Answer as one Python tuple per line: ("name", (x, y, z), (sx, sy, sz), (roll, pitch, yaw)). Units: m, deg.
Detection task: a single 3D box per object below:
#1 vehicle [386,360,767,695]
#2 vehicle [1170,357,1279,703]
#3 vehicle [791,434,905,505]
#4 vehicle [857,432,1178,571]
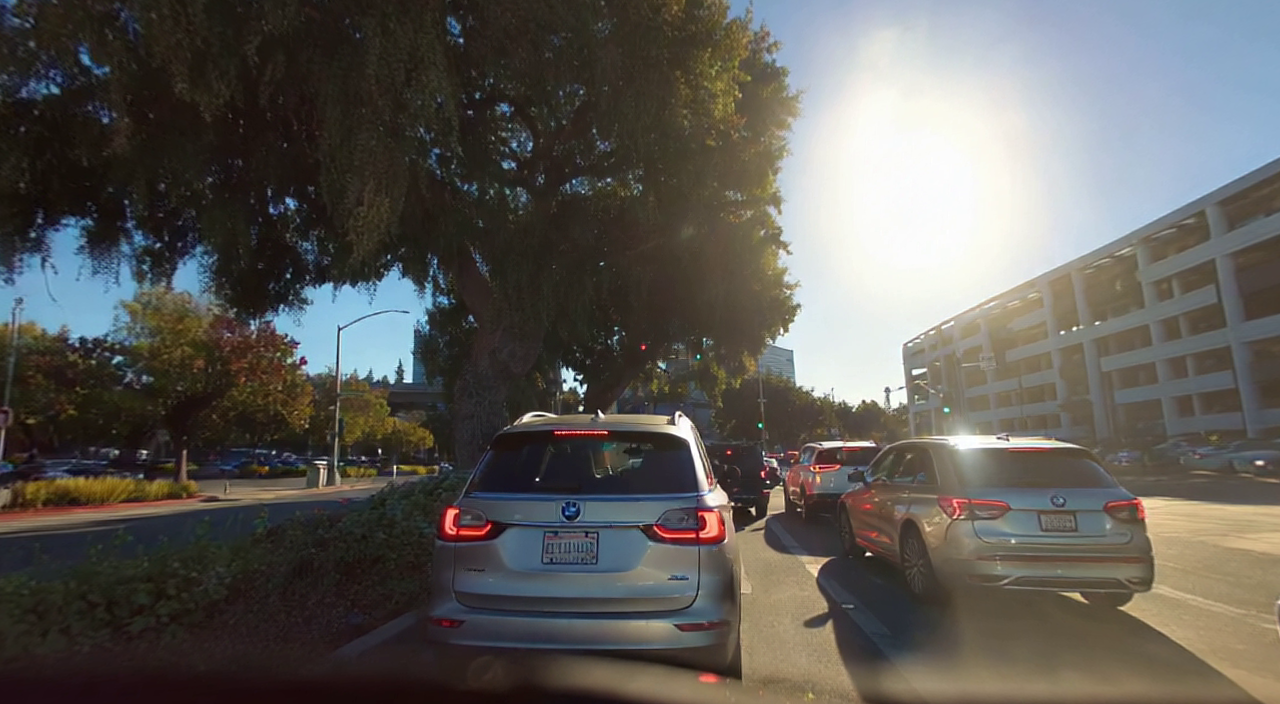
("vehicle", (-0.211, 1.235, 5.563), (2.021, 1.742, 4.295), (-1, -8, 4))
("vehicle", (4.059, 0.600, 1.113), (1.993, 1.719, 4.953), (0, -8, 1))
("vehicle", (5.330, 3.033, 16.720), (1.994, 1.638, 4.100), (-1, -9, 6))
("vehicle", (4.899, 1.967, 9.184), (1.963, 1.480, 4.553), (0, -8, 2))
